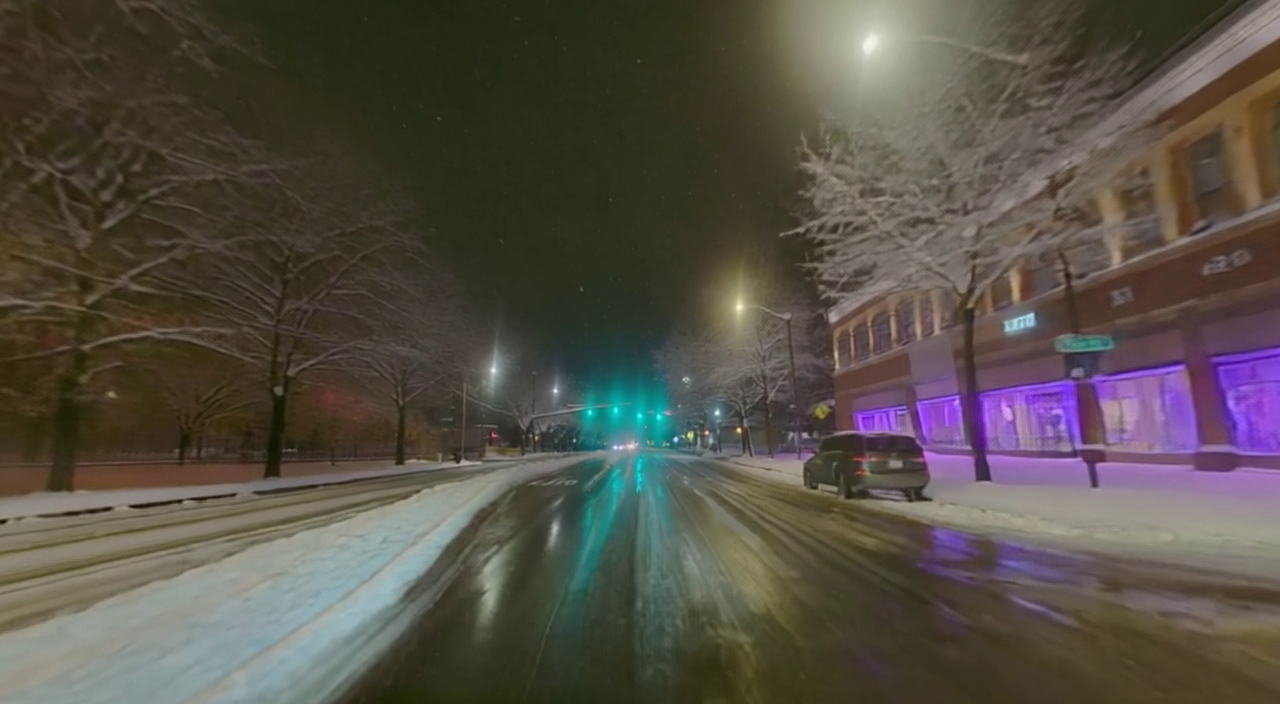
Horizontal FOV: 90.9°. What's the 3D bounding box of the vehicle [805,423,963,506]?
[{"bbox_3d":[6.260,2.962,17.008,2.112,1.894,4.910,1,-8,-2],"label":"vehicle"}]
